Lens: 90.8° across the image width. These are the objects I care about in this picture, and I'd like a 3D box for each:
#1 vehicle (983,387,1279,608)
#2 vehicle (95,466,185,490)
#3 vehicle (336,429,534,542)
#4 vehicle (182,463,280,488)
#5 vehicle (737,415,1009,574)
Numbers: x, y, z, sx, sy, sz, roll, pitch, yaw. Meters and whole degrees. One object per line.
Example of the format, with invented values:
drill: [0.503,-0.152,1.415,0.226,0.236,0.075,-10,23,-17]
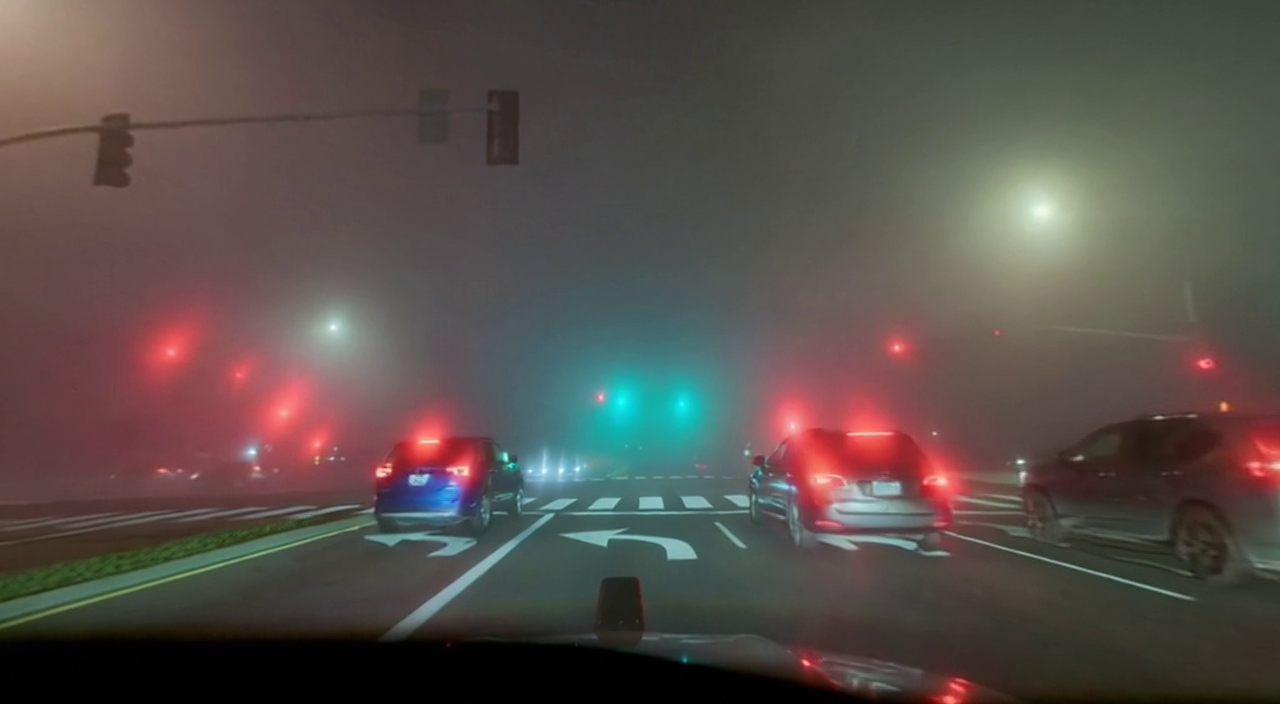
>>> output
vehicle: [6.312,1.506,7.233,2.109,1.809,4.528,0,-9,-1]
vehicle: [-33.789,8.518,42.771,4.461,1.469,1.788,0,-9,-2]
vehicle: [-3.099,2.102,10.503,1.969,1.513,3.773,0,-9,1]
vehicle: [-25.802,7.780,39.962,4.825,1.483,1.817,0,-9,-3]
vehicle: [2.837,1.859,9.047,2.099,1.671,4.491,0,-9,-1]
